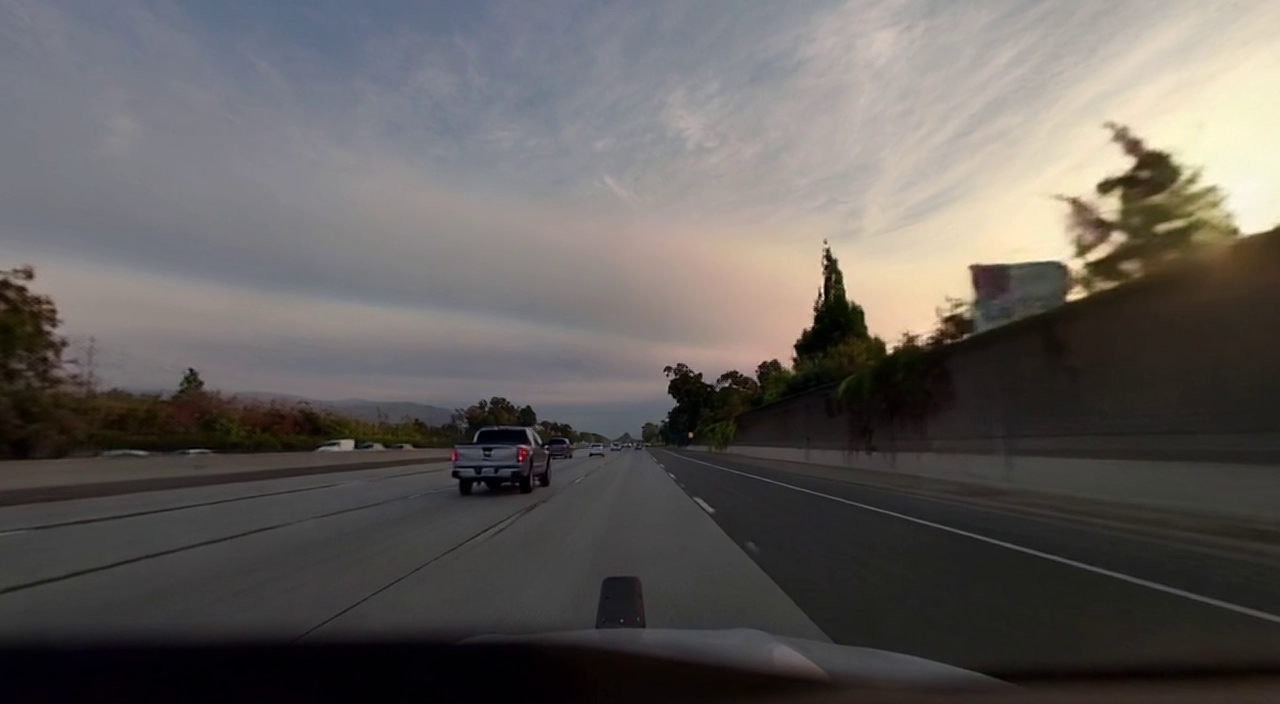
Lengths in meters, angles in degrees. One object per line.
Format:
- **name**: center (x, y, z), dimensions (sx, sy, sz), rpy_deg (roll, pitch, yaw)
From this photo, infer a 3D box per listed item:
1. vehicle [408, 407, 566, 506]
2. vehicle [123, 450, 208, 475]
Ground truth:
- **vehicle**: center (-3.760, 2.774, 17.126), dimensions (2.604, 2.170, 6.271), rpy_deg (0, -8, 1)
- **vehicle**: center (-33.040, 7.677, 44.079), dimensions (1.909, 1.555, 5.107), rpy_deg (0, -8, 1)
